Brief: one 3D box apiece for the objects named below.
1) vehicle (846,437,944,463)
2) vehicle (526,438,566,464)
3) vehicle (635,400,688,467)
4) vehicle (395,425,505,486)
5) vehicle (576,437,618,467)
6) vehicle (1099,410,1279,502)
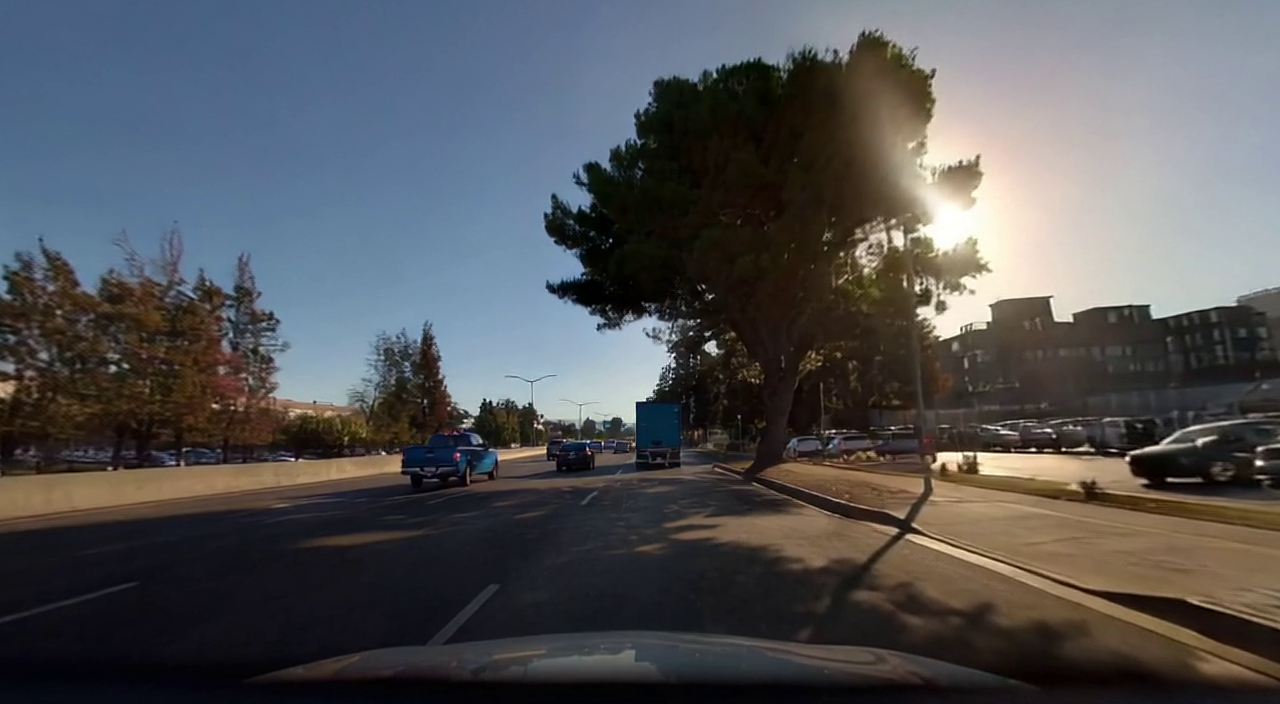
[{"bbox_3d":[14.874,5.749,36.906,4.830,1.472,2.042,0,-8,0],"label":"vehicle"},{"bbox_3d":[-6.318,6.698,42.795,1.908,1.616,4.089,0,-8,2],"label":"vehicle"},{"bbox_3d":[1.244,5.116,38.970,2.905,3.644,8.441,0,-8,1],"label":"vehicle"},{"bbox_3d":[-6.522,3.624,22.401,2.149,1.893,5.187,0,-8,2],"label":"vehicle"},{"bbox_3d":[-2.526,6.006,38.035,2.114,1.663,4.381,0,-8,2],"label":"vehicle"},{"bbox_3d":[12.454,2.184,13.537,1.880,1.642,4.523,-1,-8,2],"label":"vehicle"}]
